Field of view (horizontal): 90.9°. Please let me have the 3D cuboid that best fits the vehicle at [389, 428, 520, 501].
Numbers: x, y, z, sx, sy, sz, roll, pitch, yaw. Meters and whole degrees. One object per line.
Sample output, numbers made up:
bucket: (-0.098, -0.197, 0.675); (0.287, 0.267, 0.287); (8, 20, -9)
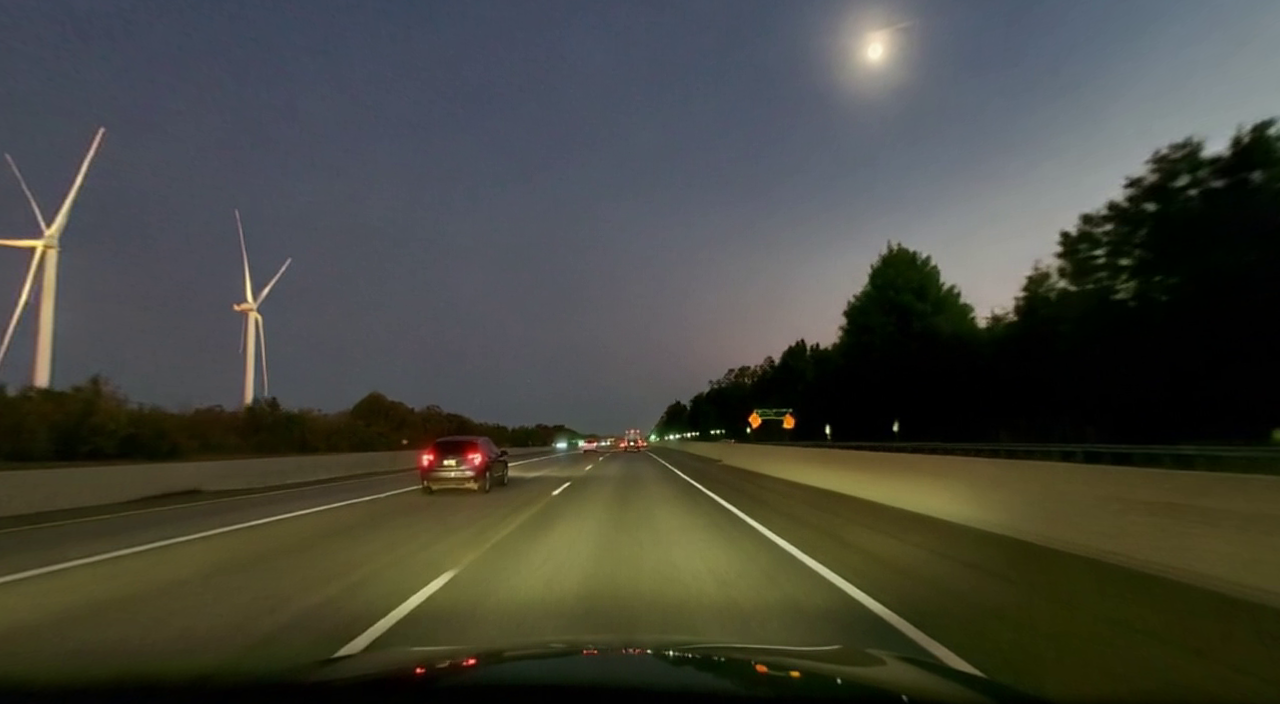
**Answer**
vehicle: (-4.246, 2.613, 15.159); (1.950, 1.511, 3.965); (0, -8, 0)
